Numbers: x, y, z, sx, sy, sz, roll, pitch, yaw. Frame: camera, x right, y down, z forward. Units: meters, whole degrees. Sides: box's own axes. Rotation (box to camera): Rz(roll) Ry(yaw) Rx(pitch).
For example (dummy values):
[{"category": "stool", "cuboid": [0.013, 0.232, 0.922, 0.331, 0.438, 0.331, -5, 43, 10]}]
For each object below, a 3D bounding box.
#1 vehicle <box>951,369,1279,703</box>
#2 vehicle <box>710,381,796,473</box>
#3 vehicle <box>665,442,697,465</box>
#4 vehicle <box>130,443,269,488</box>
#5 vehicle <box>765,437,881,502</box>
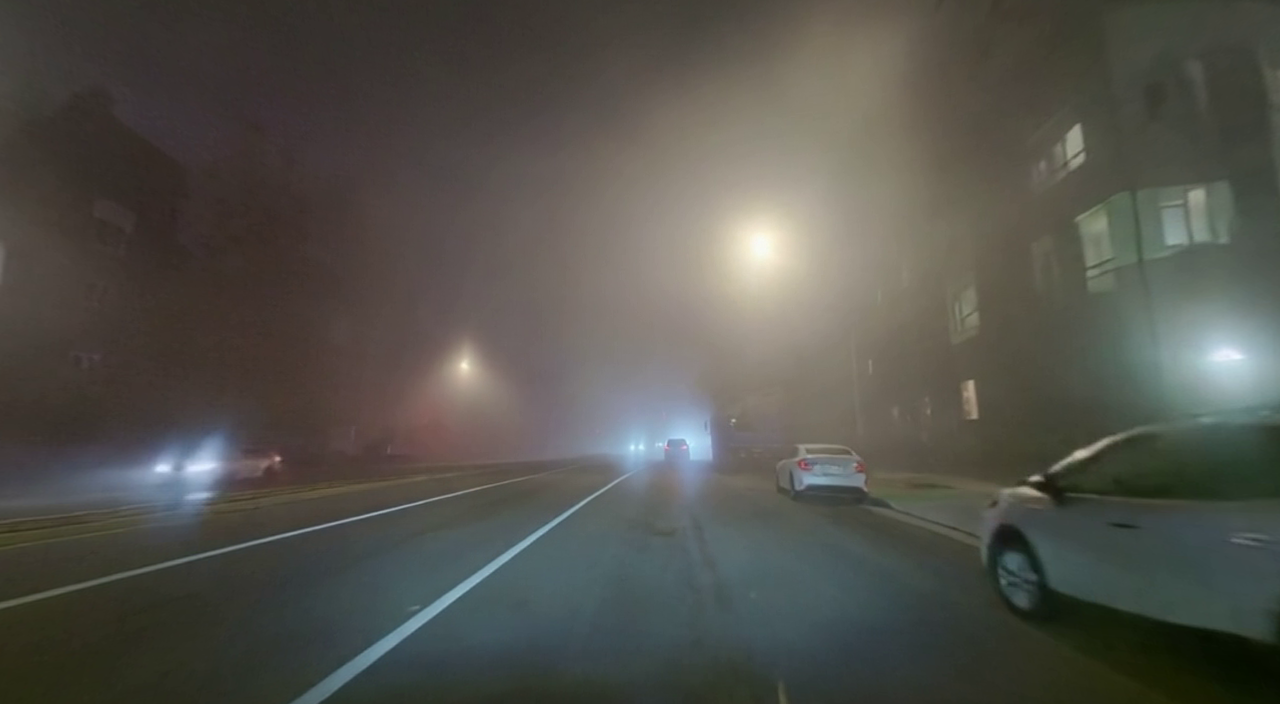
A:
[{"category": "vehicle", "cuboid": [3.739, 0.968, 3.044, 2.121, 1.659, 4.675, 0, -8, 1]}, {"category": "vehicle", "cuboid": [5.622, 4.246, 34.123, 3.157, 3.982, 13.307, -1, -8, 4]}, {"category": "vehicle", "cuboid": [2.673, 6.430, 40.257, 1.871, 1.370, 4.206, -1, -8, 6]}, {"category": "vehicle", "cuboid": [-16.255, 4.184, 23.601, 1.849, 1.488, 4.394, -1, -8, 4]}, {"category": "vehicle", "cuboid": [4.614, 3.012, 16.660, 1.884, 1.472, 4.650, -1, -8, 3]}]
